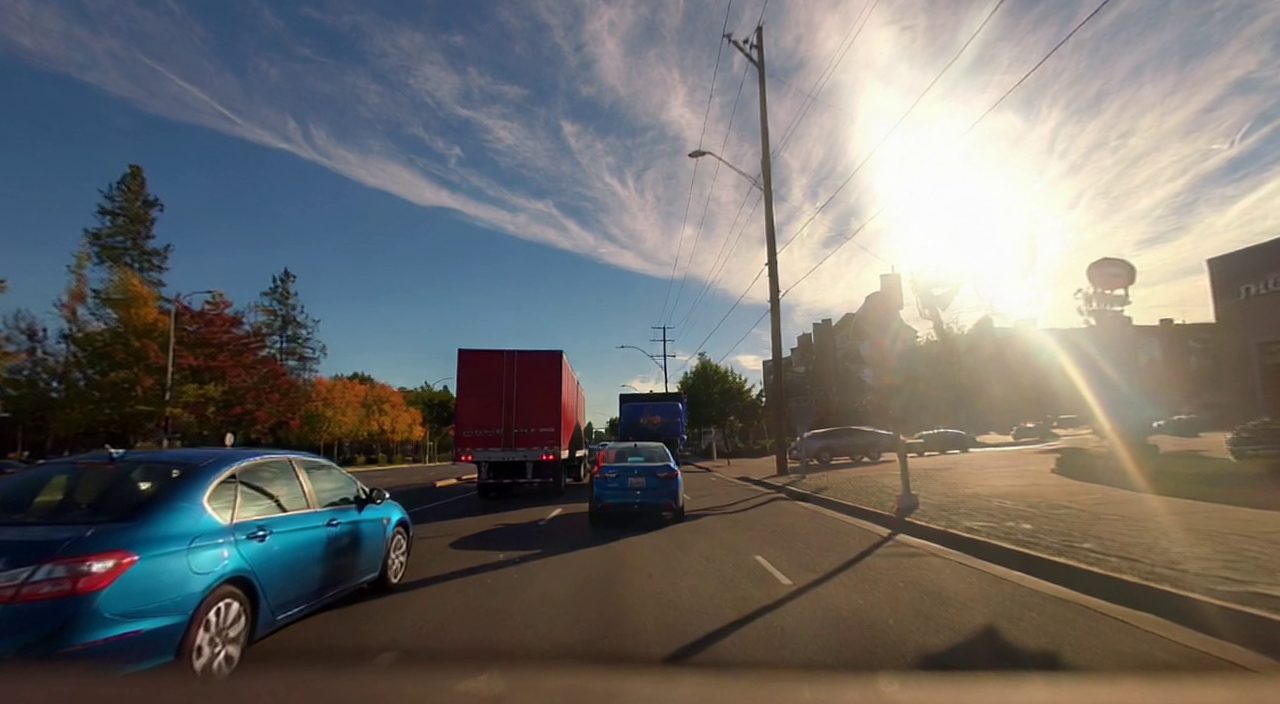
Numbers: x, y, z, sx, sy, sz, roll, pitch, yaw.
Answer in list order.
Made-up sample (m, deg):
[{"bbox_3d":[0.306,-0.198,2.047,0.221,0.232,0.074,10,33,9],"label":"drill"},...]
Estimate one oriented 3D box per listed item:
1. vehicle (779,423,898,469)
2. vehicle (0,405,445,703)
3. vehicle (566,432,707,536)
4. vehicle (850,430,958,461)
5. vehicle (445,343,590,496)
[{"bbox_3d":[8.812,4.232,28.341,2.061,1.845,4.829,6,-10,-34],"label":"vehicle"},{"bbox_3d":[-3.052,1.236,4.375,1.969,1.471,4.378,0,-8,0],"label":"vehicle"},{"bbox_3d":[-0.088,2.246,11.331,2.067,1.506,4.118,0,-8,-1],"label":"vehicle"},{"bbox_3d":[13.255,4.725,31.750,4.574,1.478,1.880,0,-8,3],"label":"vehicle"},{"bbox_3d":[-3.291,2.169,19.159,3.020,3.800,7.105,0,-8,-1],"label":"vehicle"}]
